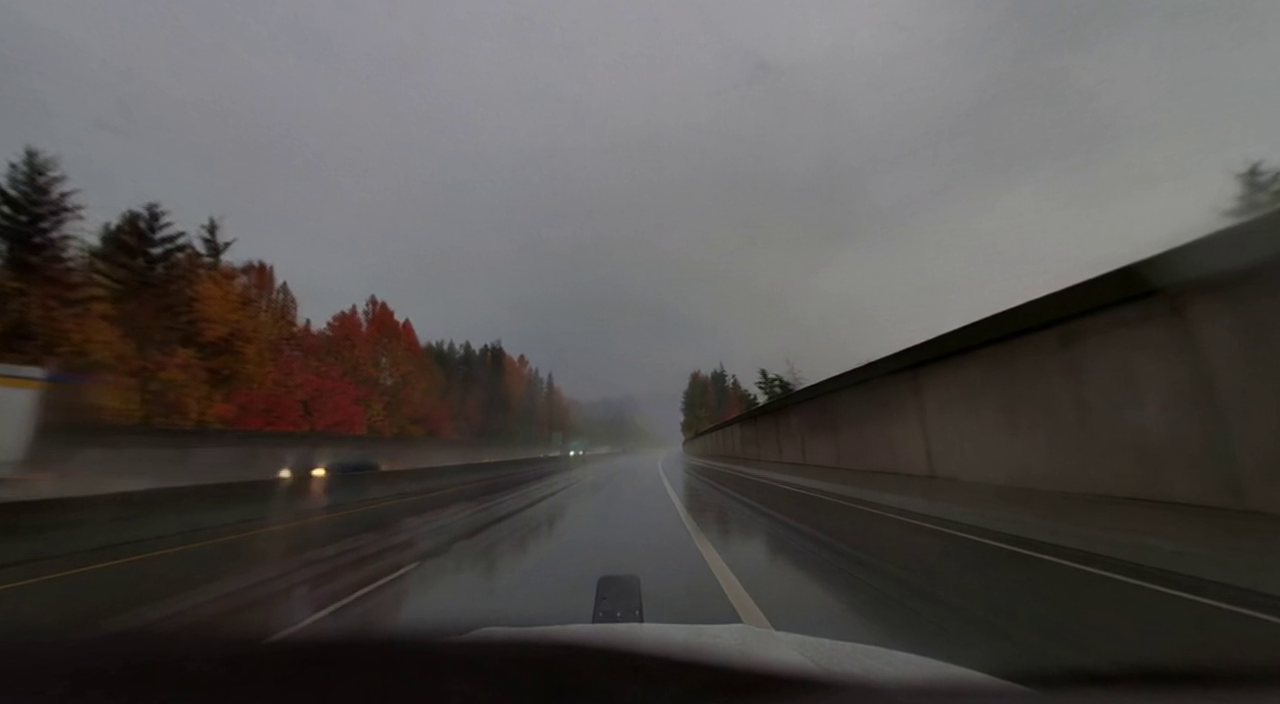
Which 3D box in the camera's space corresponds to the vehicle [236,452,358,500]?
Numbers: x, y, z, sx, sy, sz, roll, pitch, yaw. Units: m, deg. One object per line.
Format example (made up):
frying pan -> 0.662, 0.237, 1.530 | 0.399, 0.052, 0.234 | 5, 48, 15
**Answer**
vehicle -> -12.842, 4.646, 23.887 | 1.976, 1.564, 4.707 | -1, -9, 1
